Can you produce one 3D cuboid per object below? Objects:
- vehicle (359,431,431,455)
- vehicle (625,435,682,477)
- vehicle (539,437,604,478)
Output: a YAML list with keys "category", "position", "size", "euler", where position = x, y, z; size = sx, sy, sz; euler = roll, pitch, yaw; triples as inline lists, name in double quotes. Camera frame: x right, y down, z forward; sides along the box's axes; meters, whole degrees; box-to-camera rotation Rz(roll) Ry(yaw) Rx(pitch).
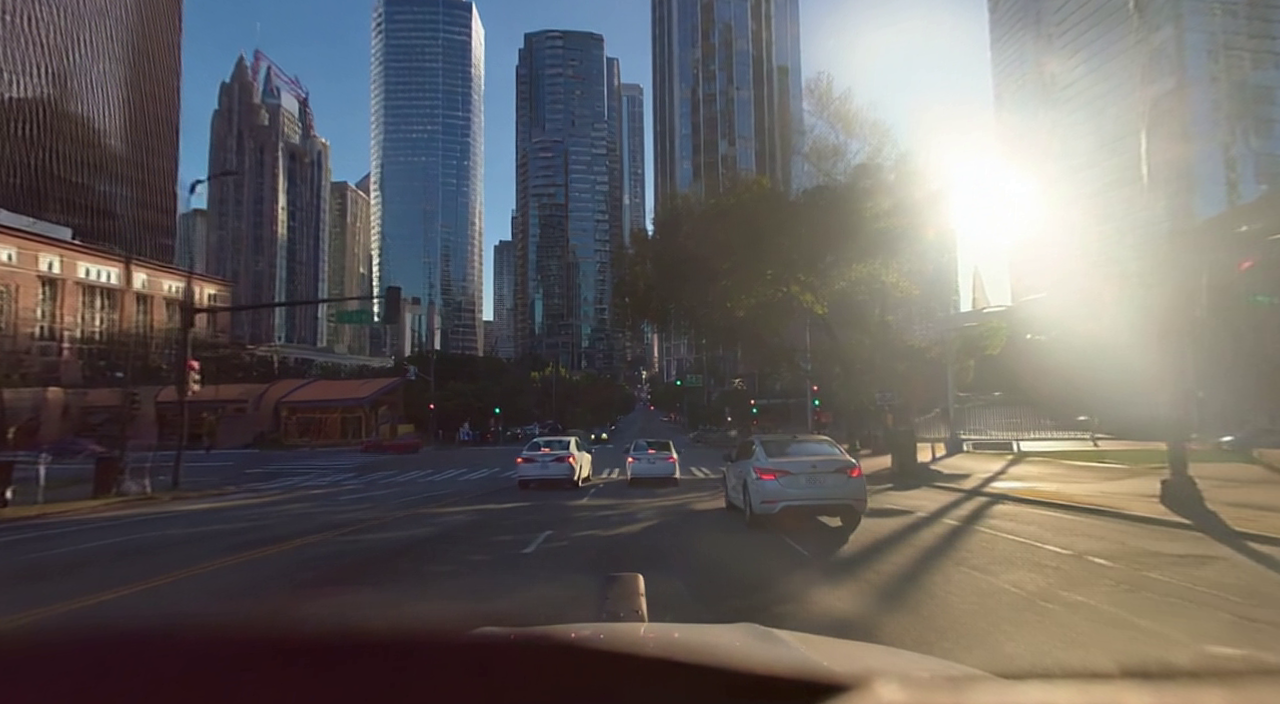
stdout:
- category: "vehicle"
  position: [-19.170, 7.164, 49.630]
  size: [4.964, 1.789, 1.941]
  euler: [1, -9, -10]
- category: "vehicle"
  position: [0.500, 4.007, 24.407]
  size: [2.016, 1.478, 3.795]
  euler: [0, -9, 1]
- category: "vehicle"
  position: [-2.655, 4.217, 25.520]
  size: [1.995, 1.479, 4.627]
  euler: [0, -9, 1]
